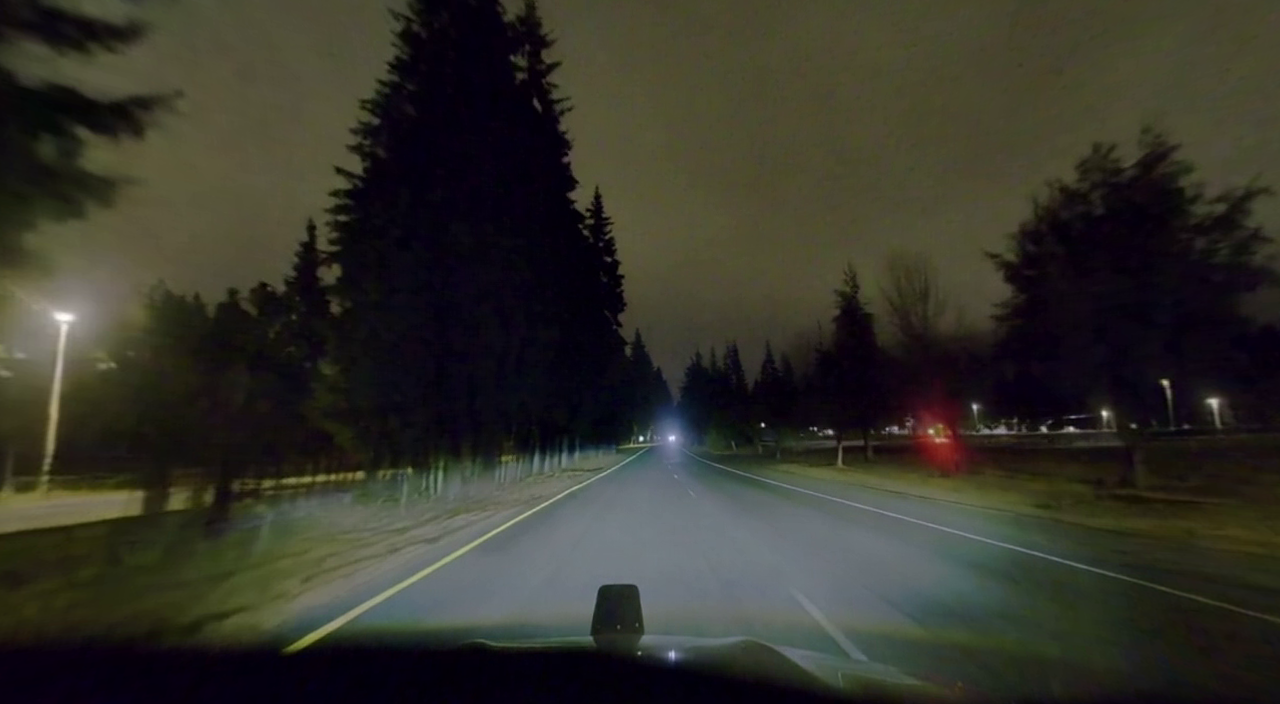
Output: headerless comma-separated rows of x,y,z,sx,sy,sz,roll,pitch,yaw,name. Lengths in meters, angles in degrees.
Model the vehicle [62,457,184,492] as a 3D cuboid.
-32.169,7.591,39.406,5.647,2.071,2.194,0,-9,2,vehicle
